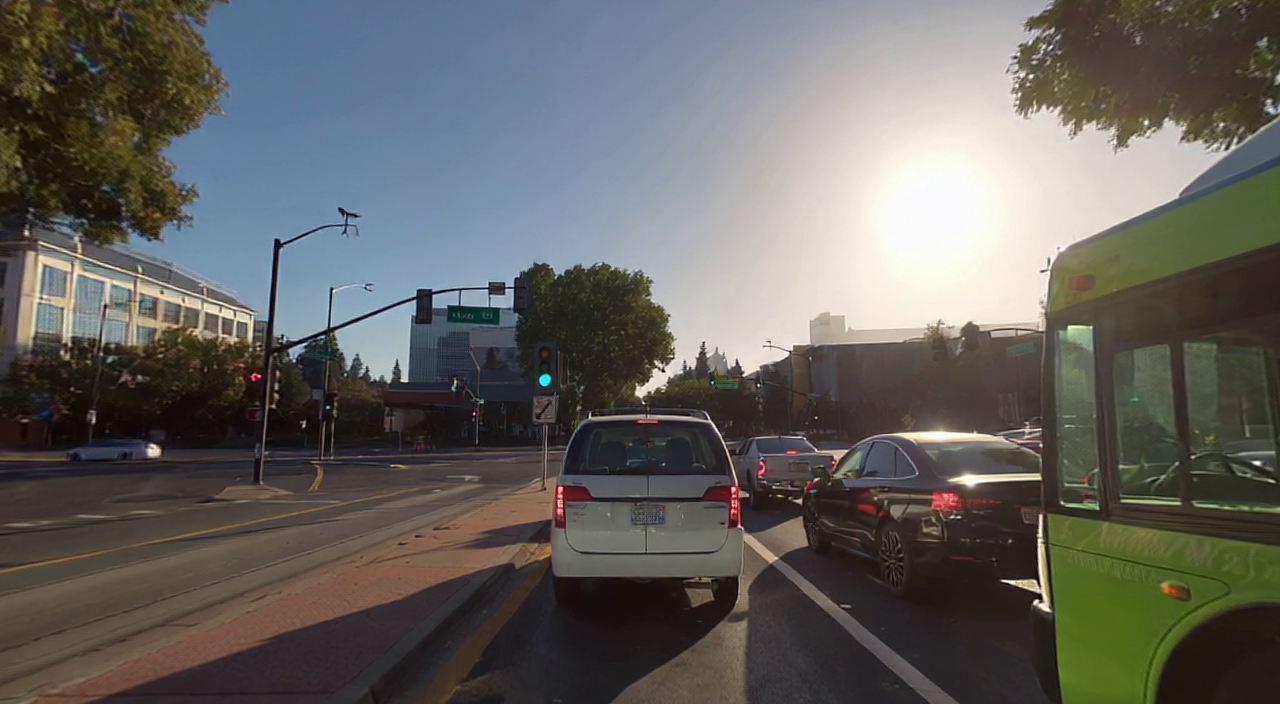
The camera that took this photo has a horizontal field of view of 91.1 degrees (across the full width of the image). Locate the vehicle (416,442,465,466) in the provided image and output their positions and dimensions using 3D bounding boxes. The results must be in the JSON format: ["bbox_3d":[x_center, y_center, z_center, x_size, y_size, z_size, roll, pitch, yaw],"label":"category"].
[{"bbox_3d":[-15.498,7.901,48.700,1.924,1.720,4.097,8,-12,-44],"label":"vehicle"}]

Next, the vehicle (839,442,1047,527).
[{"bbox_3d":[5.993,2.637,13.221,1.987,1.457,4.675,0,-8,-1],"label":"vehicle"}]

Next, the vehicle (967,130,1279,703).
[{"bbox_3d":[2.622,0.317,0.423,2.037,2.065,5.037,0,-8,0],"label":"vehicle"}]

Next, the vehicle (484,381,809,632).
[{"bbox_3d":[0.023,1.475,7.006,2.381,1.842,4.603,0,-8,-1],"label":"vehicle"}]
